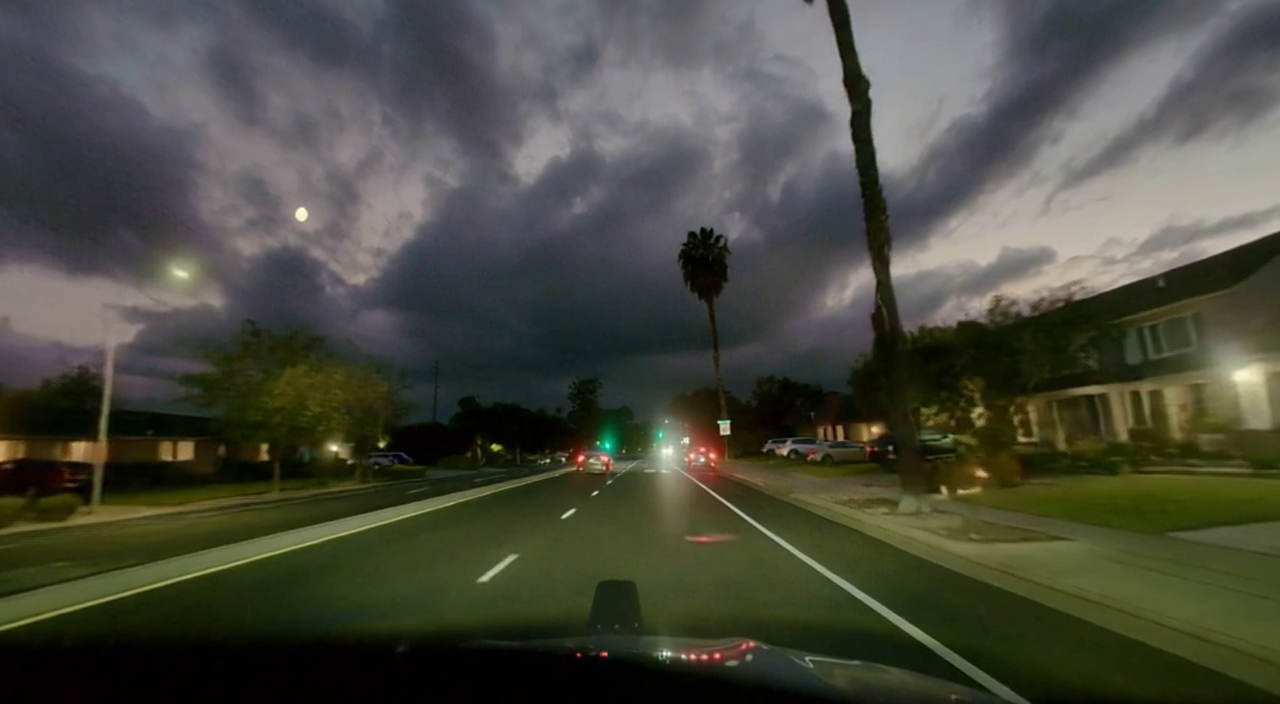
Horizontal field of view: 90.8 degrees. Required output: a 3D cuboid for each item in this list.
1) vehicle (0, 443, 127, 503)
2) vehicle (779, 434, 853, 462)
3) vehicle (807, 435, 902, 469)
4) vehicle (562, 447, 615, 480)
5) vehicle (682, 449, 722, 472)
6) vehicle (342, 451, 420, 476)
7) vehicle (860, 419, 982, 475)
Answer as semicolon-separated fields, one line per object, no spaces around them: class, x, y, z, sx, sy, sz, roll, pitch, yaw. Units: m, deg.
vehicle;-21.073;4.084;21.593;4.942;1.932;2.247;1;-9;-4
vehicle;12.436;6.865;45.023;4.710;1.731;1.972;-4;-10;7
vehicle;11.714;5.475;34.712;4.454;1.499;1.821;-3;-9;-3
vehicle;-2.377;5.271;30.153;2.035;1.474;4.284;0;-9;2
vehicle;4.127;7.295;42.610;2.025;1.456;4.865;1;-9;-2
vehicle;-19.493;8.408;47.696;4.992;1.779;1.928;0;-9;3
vehicle;11.343;3.811;25.488;4.531;1.864;2.037;0;-10;-31
